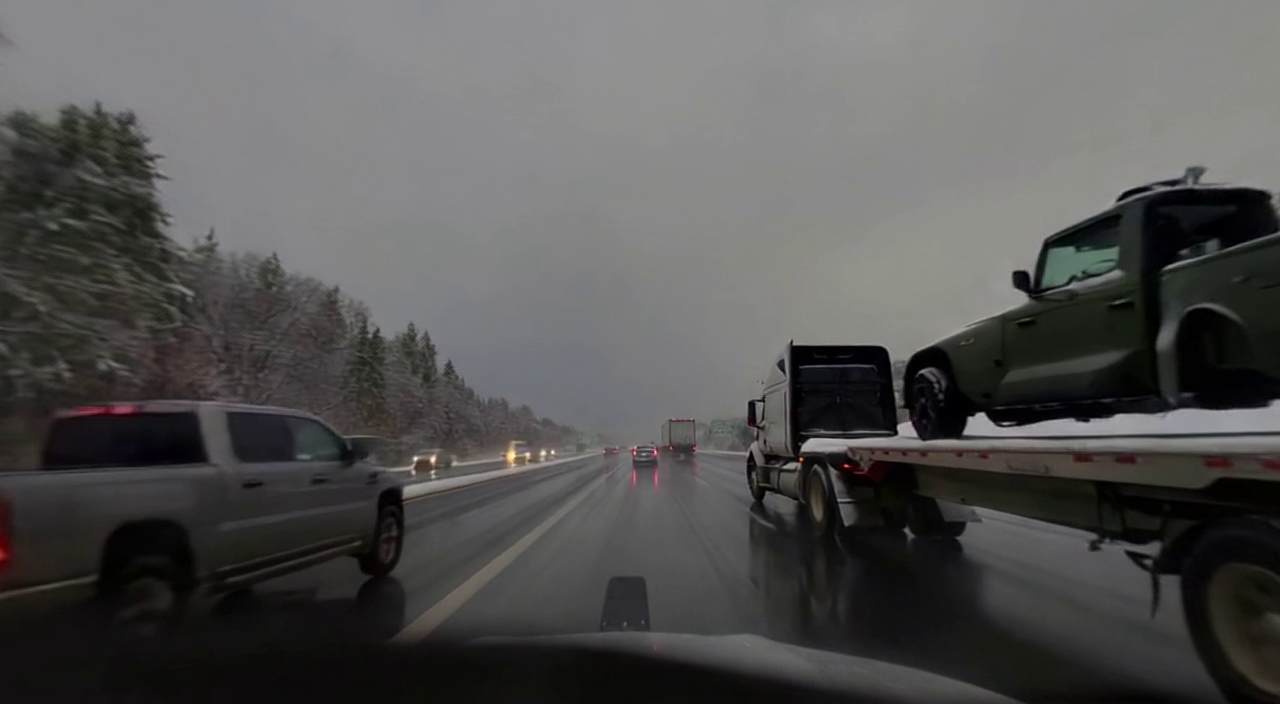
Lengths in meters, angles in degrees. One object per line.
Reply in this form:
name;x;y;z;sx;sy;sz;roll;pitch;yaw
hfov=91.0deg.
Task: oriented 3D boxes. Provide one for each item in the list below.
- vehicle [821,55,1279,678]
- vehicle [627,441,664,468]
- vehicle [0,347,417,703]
vehicle;4.956;0.325;5.014;3.150;3.257;13.098;0;-8;0
vehicle;0.329;6.155;38.011;2.152;1.484;4.211;0;-8;1
vehicle;-3.553;1.122;4.543;2.077;1.669;4.739;0;-8;1
